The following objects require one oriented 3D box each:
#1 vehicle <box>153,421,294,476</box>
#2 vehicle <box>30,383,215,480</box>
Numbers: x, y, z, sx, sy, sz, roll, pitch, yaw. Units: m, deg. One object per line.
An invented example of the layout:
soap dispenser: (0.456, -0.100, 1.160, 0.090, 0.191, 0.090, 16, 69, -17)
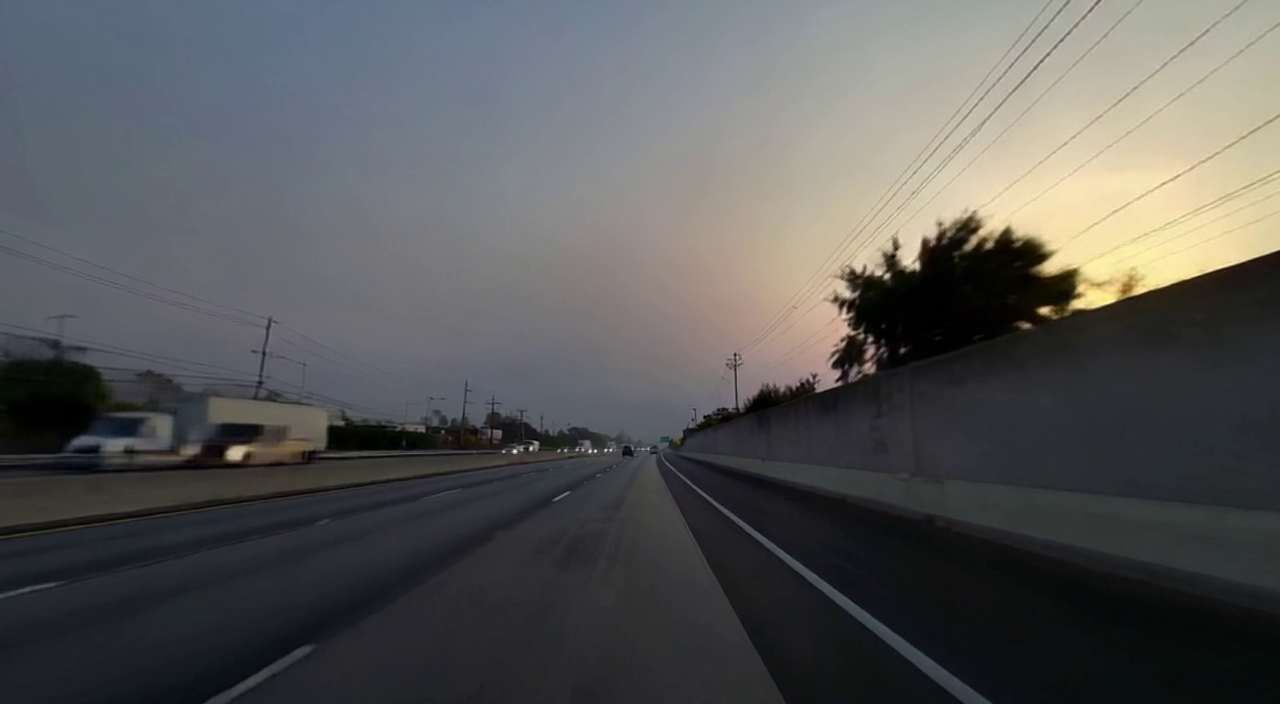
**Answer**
vehicle: (-15.573, 3.666, 23.985, 1.995, 1.848, 4.840, 0, -9, 0)
vehicle: (-22.792, 3.630, 28.300, 2.919, 3.851, 5.905, 0, -9, 2)
